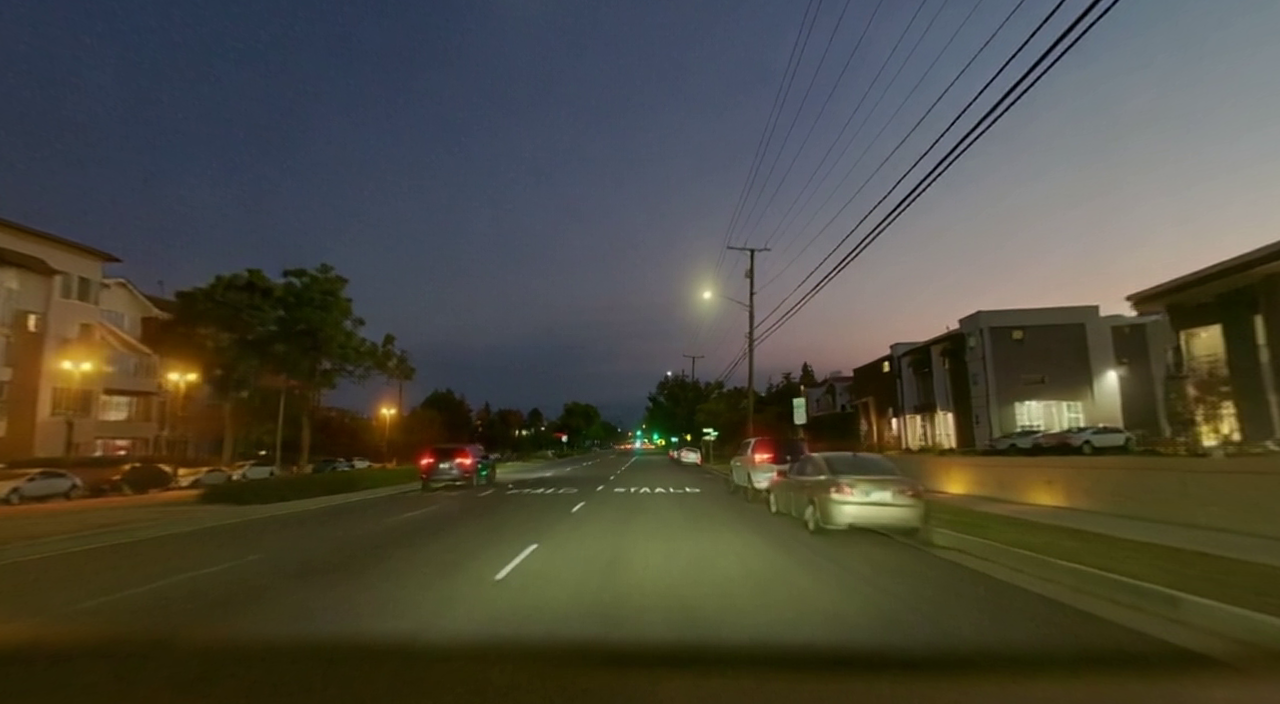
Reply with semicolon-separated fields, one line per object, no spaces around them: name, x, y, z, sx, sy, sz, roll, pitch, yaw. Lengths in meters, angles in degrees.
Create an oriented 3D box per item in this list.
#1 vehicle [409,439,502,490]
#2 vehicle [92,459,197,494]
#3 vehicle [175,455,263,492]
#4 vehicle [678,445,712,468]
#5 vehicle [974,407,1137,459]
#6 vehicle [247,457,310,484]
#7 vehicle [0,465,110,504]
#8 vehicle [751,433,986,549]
vehicle;-6.643;4.072;23.311;2.000;1.671;4.497;0;-8;1
vehicle;-25.753;6.474;33.022;1.926;1.557;4.385;0;-8;0
vehicle;-25.599;7.368;38.544;2.132;1.492;4.734;-4;-4;1
vehicle;3.948;7.574;45.983;2.048;1.556;4.753;0;-8;0
vehicle;22.921;4.519;35.106;6.917;2.731;2.901;0;-8;1
vehicle;-25.557;8.355;44.781;1.857;1.472;4.422;-5;-7;1
vehicle;-25.815;5.741;27.696;1.706;1.435;3.899;0;-8;-2
vehicle;3.389;2.153;10.541;2.259;1.500;4.474;0;-8;0
